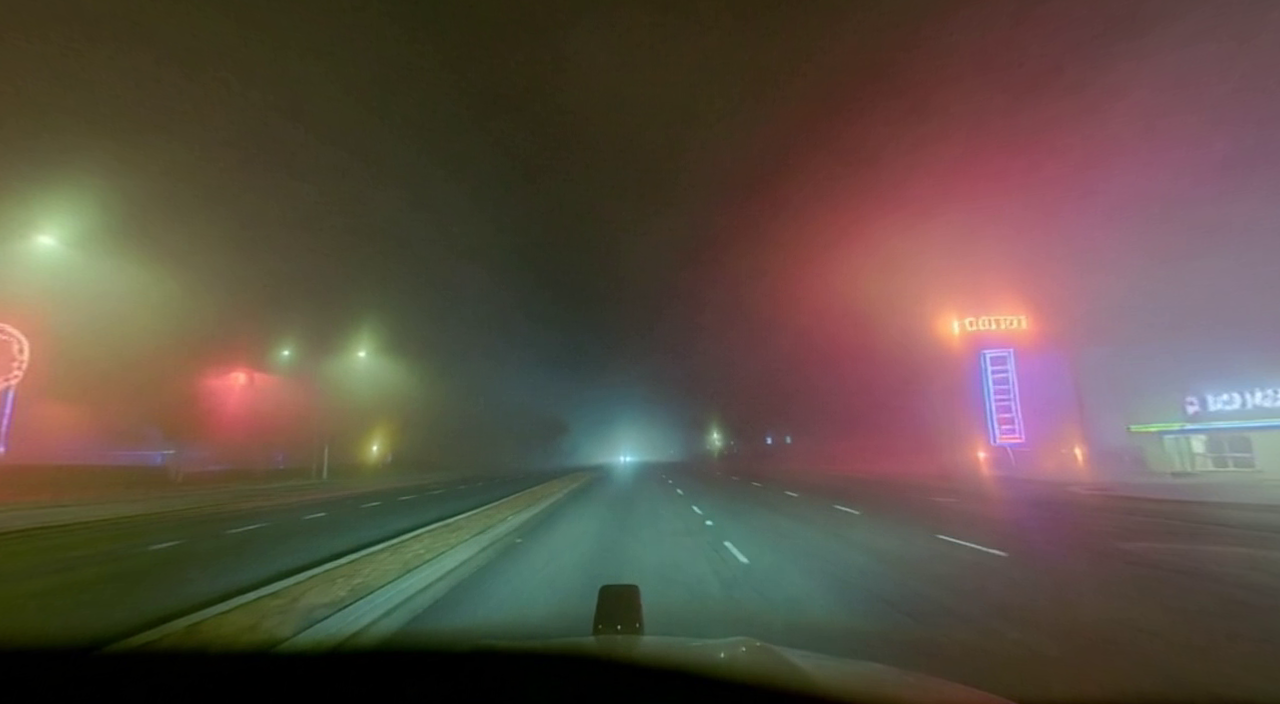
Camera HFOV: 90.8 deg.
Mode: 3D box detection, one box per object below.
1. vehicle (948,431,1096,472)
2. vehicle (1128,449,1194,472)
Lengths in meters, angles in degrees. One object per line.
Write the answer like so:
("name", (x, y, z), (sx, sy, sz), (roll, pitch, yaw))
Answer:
("vehicle", (21.498, 5.633, 35.788), (6.489, 2.179, 2.882), (0, -9, -1))
("vehicle", (39.611, 8.244, 48.142), (1.919, 1.613, 3.862), (-1, -8, 5))
